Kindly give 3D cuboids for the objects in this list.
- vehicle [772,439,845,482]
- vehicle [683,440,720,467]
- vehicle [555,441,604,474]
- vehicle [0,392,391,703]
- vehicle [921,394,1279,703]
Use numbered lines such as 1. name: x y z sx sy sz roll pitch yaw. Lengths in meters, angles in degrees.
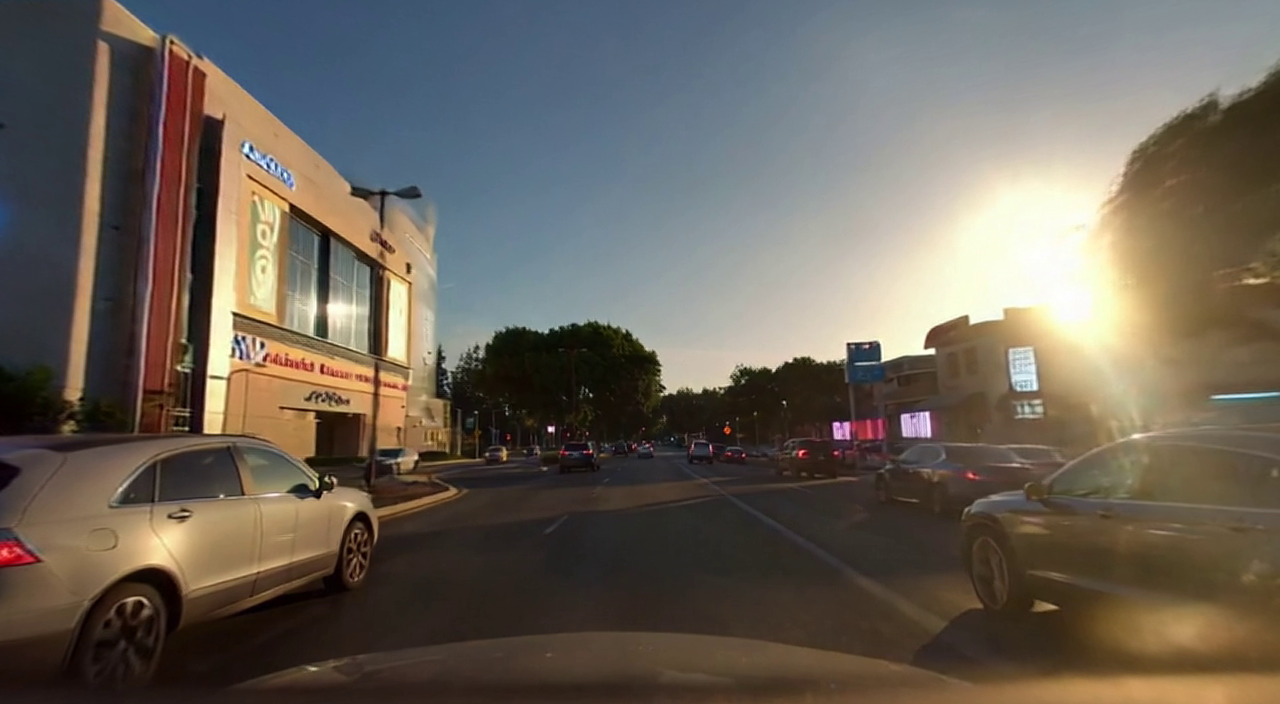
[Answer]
1. vehicle: 7.550 4.894 28.759 2.003 1.789 4.718 0 -8 -1
2. vehicle: 4.137 6.878 42.919 2.007 1.683 4.171 0 -8 -1
3. vehicle: -2.938 5.210 31.326 1.917 1.511 4.436 0 -8 1
4. vehicle: -3.557 1.086 3.621 2.155 1.504 4.776 0 -8 2
5. vehicle: 3.341 1.003 2.932 1.981 1.499 4.536 0 -8 0
